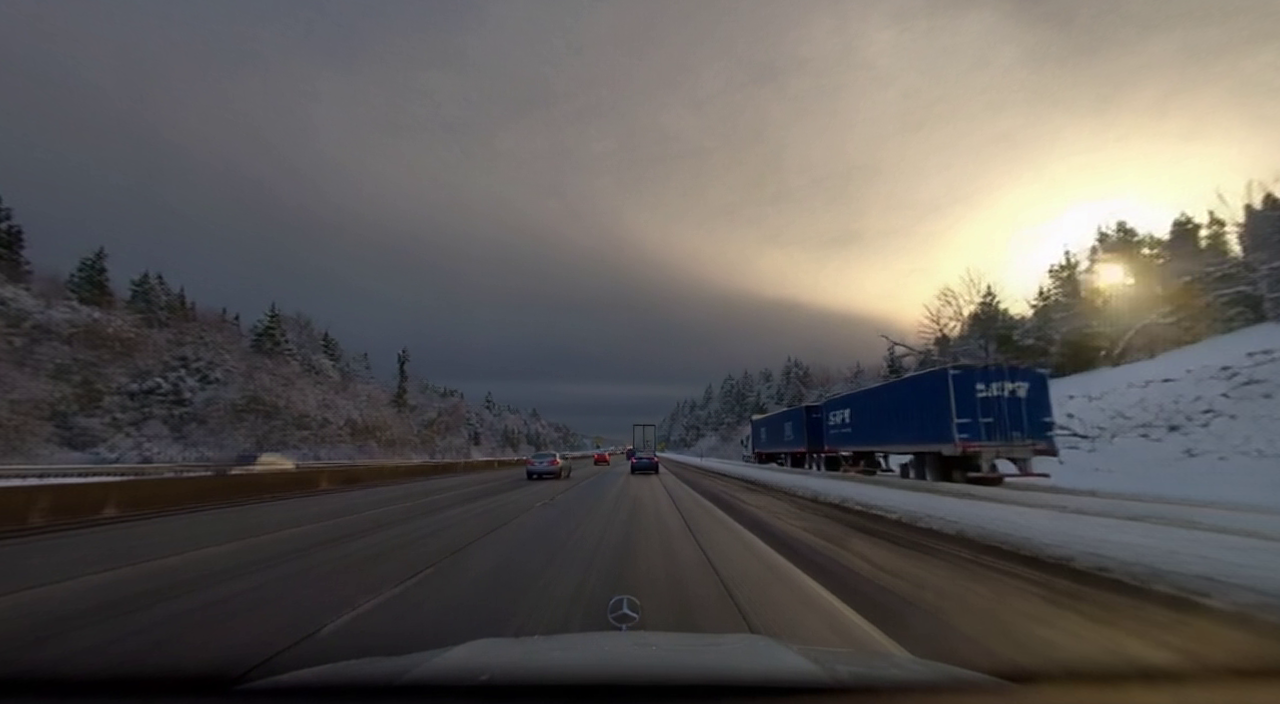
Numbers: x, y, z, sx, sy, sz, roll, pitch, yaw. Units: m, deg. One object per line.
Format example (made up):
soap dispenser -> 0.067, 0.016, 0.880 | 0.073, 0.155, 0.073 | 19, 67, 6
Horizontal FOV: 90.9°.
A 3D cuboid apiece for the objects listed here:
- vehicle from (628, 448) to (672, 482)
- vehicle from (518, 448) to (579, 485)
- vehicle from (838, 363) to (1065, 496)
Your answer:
vehicle -> 0.435, 5.336, 29.974 | 1.991, 1.507, 3.391 | 0, -9, -1
vehicle -> -3.991, 5.061, 28.232 | 2.018, 1.504, 4.431 | 0, -9, 1
vehicle -> 11.802, 3.448, 26.458 | 2.926, 4.094, 13.856 | 0, -9, 2
